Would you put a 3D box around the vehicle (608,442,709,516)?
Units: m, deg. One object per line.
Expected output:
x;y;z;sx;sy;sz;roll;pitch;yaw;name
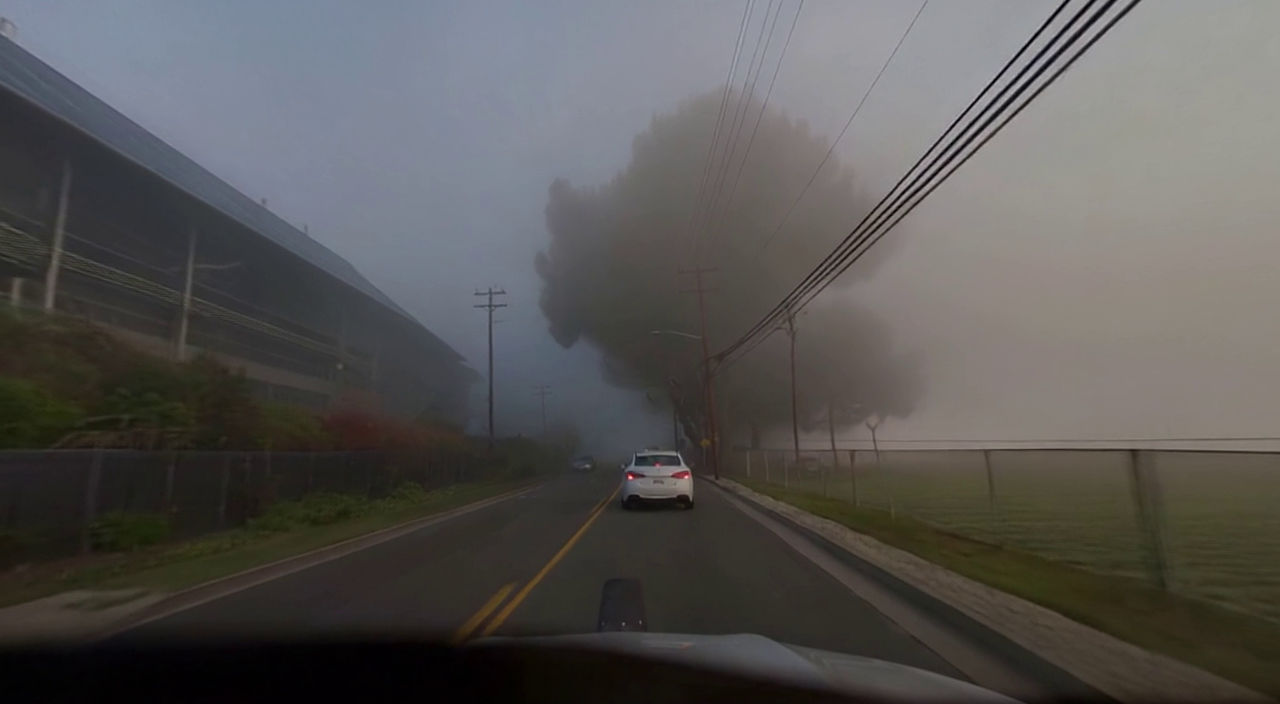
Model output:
0.379;2.886;14.921;2.060;1.487;3.920;0;-8;0;vehicle
